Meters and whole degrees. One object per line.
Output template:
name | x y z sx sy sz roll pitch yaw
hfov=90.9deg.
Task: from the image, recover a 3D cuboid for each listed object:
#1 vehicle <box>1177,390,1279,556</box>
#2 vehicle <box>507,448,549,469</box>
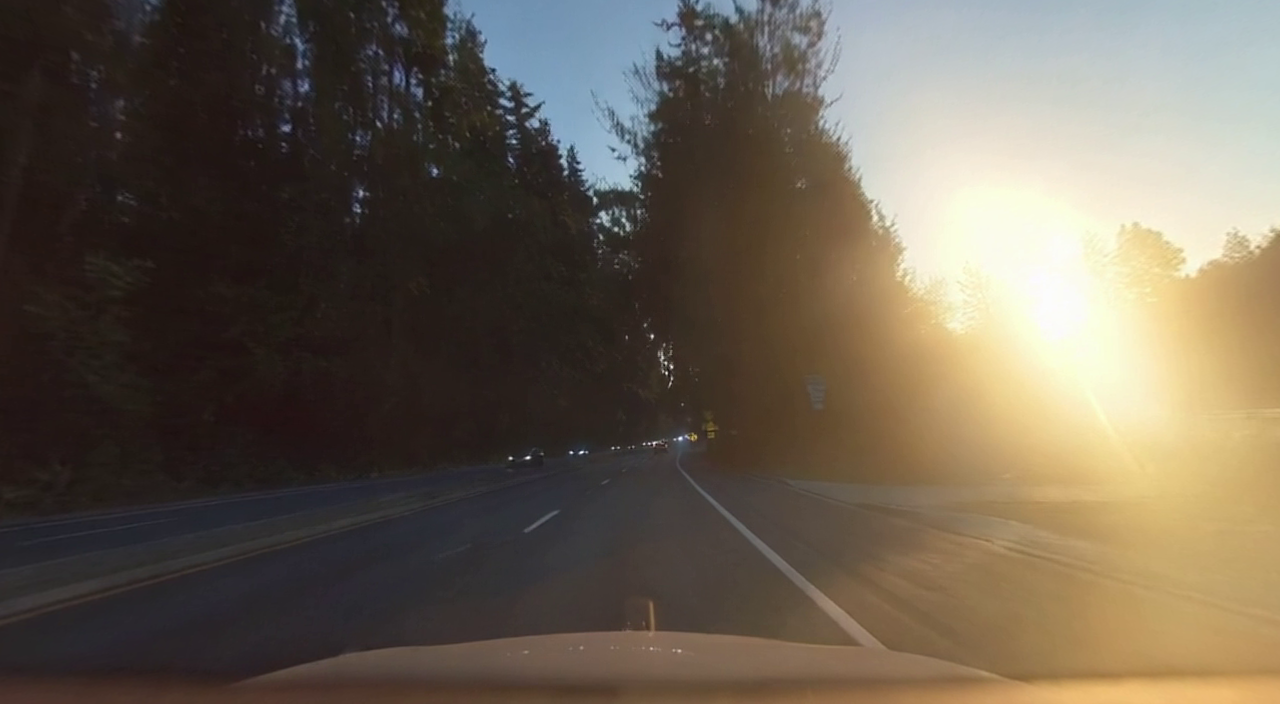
vehicle | 9.942 1.456 7.624 4.839 1.933 2.215 0 -9 -2
vehicle | -8.227 7.845 46.546 2.162 1.438 4.374 0 -9 2
